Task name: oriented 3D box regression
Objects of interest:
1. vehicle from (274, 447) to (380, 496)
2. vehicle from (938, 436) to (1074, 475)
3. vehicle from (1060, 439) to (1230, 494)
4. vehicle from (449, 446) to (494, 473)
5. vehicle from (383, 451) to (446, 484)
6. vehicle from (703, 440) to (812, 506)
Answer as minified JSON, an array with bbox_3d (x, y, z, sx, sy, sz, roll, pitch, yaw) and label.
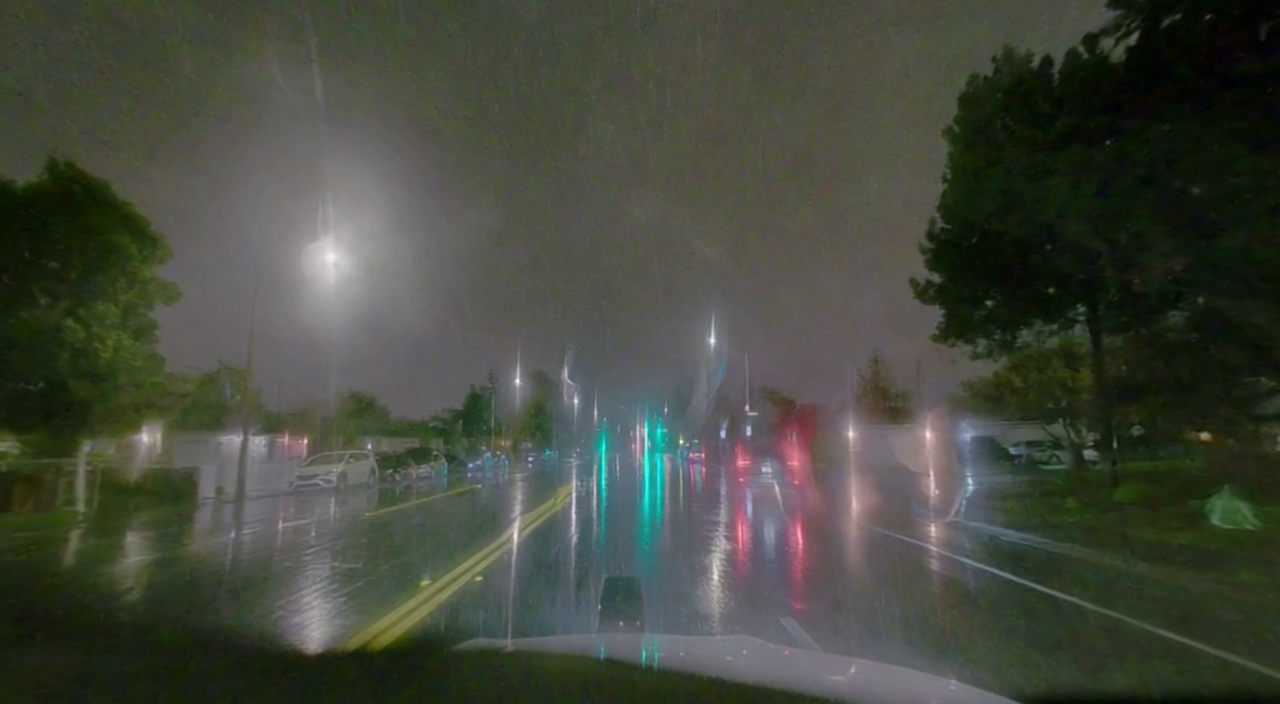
[{"bbox_3d":[-12.364,4.708,25.307,1.938,1.754,4.315,0,-9,1],"label":"vehicle"},{"bbox_3d":[18.172,5.166,31.622,5.369,1.857,2.174,0,-9,2],"label":"vehicle"},{"bbox_3d":[18.006,4.128,22.689,4.312,1.426,1.940,-6,-11,-1],"label":"vehicle"},{"bbox_3d":[-12.371,7.915,46.653,1.988,1.741,4.379,-5,-9,0],"label":"vehicle"},{"bbox_3d":[-12.226,6.255,34.538,1.795,1.472,4.601,-4,-9,-1],"label":"vehicle"},{"bbox_3d":[3.258,3.094,16.715,2.022,1.471,4.432,-3,-9,21],"label":"vehicle"}]
